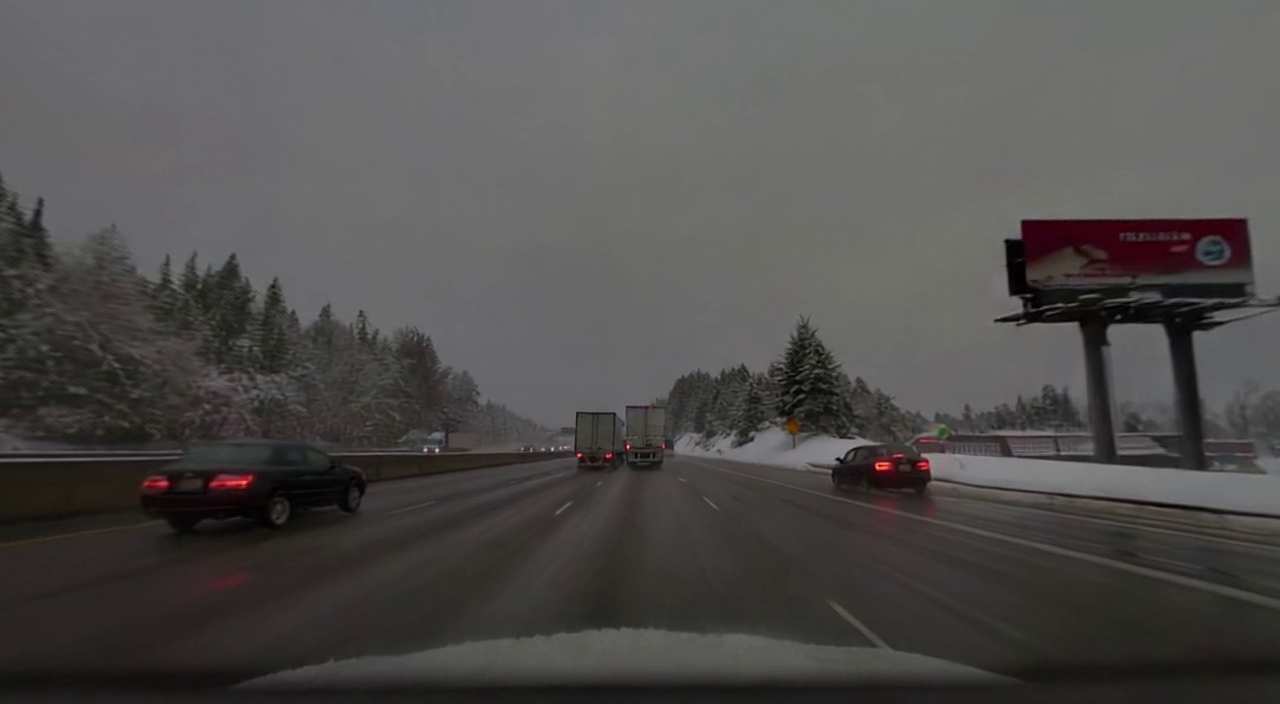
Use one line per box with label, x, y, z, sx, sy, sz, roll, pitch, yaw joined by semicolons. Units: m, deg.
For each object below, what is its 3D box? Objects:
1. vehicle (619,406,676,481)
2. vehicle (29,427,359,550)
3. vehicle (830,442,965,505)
vehicle;0.365;5.460;39.359;3.054;3.944;11.230;0;-6;0
vehicle;-6.720;2.081;10.399;1.992;1.547;4.673;0;-8;1
vehicle;7.121;3.374;18.024;1.969;1.560;4.394;0;-8;0
